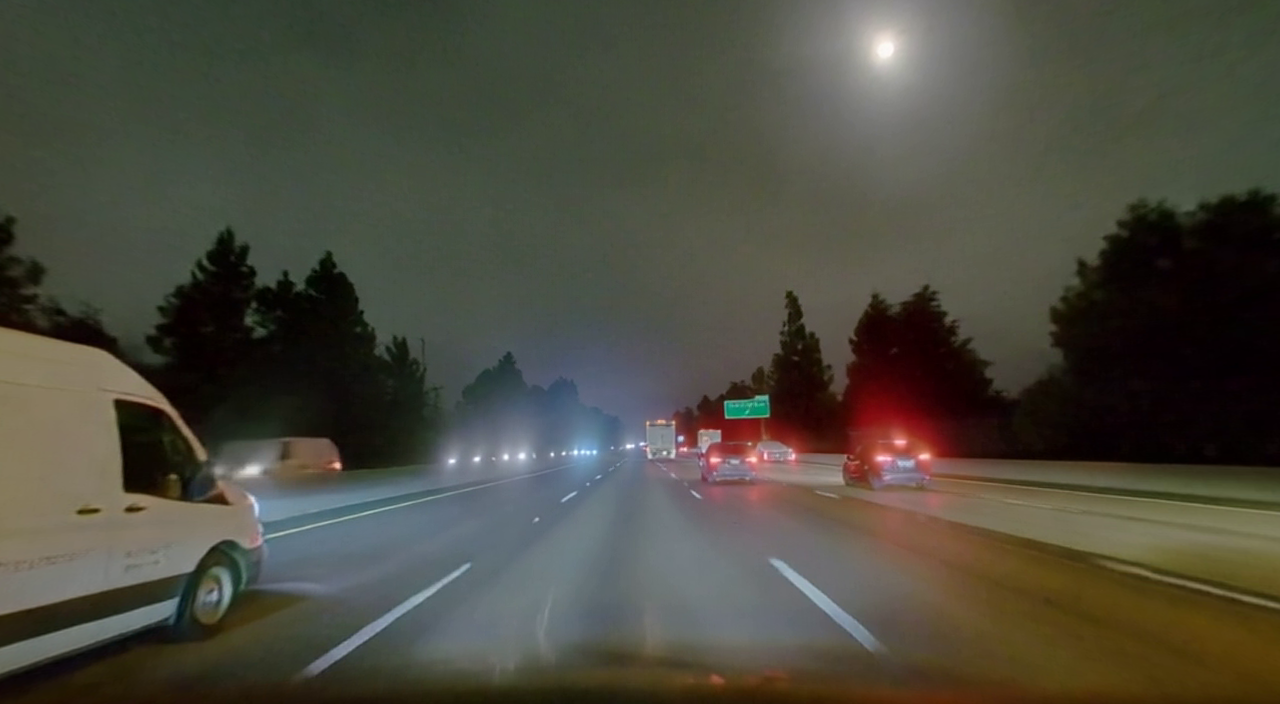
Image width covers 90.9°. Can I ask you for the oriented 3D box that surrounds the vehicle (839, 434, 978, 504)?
[{"bbox_3d":[7.326,3.210,17.767,1.976,1.703,4.288,0,-8,-1],"label":"vehicle"}]

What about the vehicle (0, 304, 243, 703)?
[{"bbox_3d":[-3.837,0.594,1.554,2.159,1.922,5.345,0,-8,1],"label":"vehicle"}]

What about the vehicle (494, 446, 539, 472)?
[{"bbox_3d":[-8.148,7.086,42.092,2.081,1.656,4.378,0,-8,0],"label":"vehicle"}]

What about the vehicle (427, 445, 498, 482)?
[{"bbox_3d":[-8.247,5.190,29.744,1.959,1.584,4.421,0,-8,1],"label":"vehicle"}]

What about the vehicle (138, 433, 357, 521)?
[{"bbox_3d":[-8.562,2.730,14.399,2.112,1.672,4.433,0,-8,0],"label":"vehicle"}]

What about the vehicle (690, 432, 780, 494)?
[{"bbox_3d":[3.074,3.726,21.529,2.209,1.862,4.717,0,-8,-1],"label":"vehicle"}]
